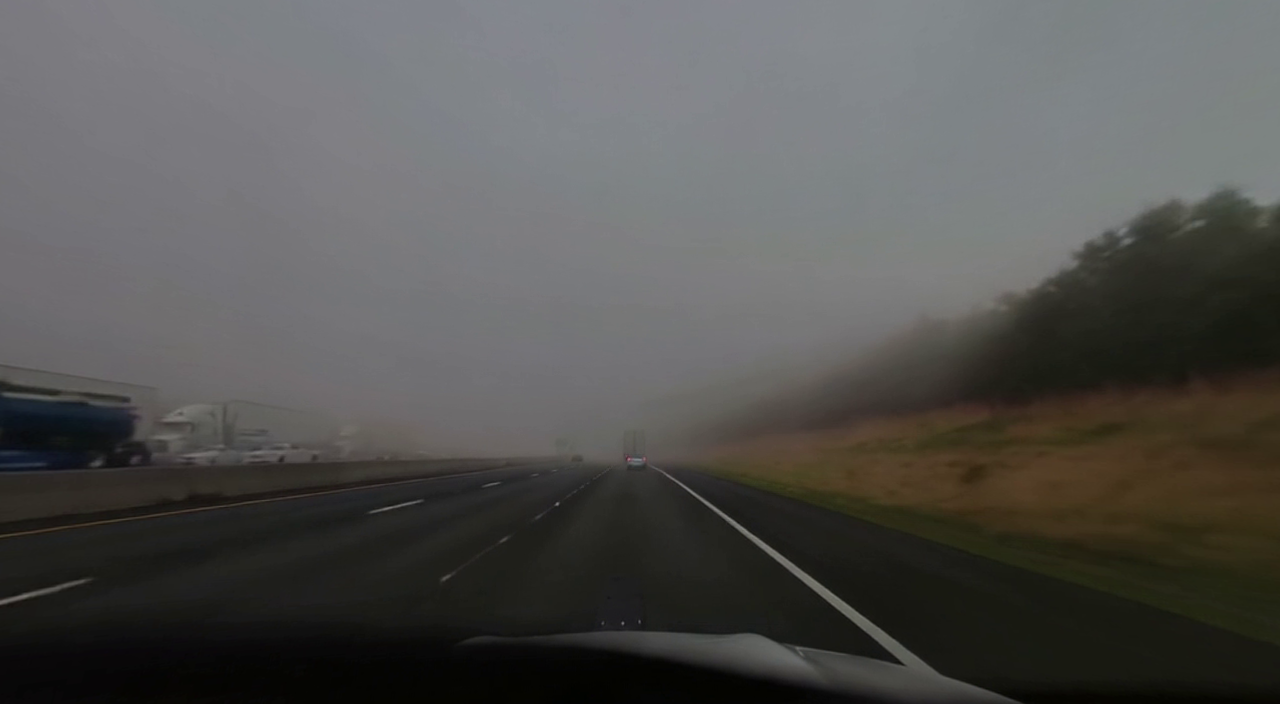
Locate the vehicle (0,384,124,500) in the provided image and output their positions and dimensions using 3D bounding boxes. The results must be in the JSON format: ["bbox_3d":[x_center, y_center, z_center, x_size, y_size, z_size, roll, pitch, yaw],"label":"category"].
[{"bbox_3d":[-14.854,1.964,13.702,2.382,2.437,5.706,0,-9,-1],"label":"vehicle"}]

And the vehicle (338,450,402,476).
[{"bbox_3d":[-15.884,6.520,37.312,1.884,1.436,4.220,0,-9,0],"label":"vehicle"}]

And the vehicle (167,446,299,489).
[{"bbox_3d":[-15.166,4.314,23.878,1.863,1.438,4.669,0,-9,0],"label":"vehicle"}]

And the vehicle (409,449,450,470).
[{"bbox_3d":[-15.571,7.972,46.876,1.699,1.513,3.748,0,-9,1],"label":"vehicle"}]
